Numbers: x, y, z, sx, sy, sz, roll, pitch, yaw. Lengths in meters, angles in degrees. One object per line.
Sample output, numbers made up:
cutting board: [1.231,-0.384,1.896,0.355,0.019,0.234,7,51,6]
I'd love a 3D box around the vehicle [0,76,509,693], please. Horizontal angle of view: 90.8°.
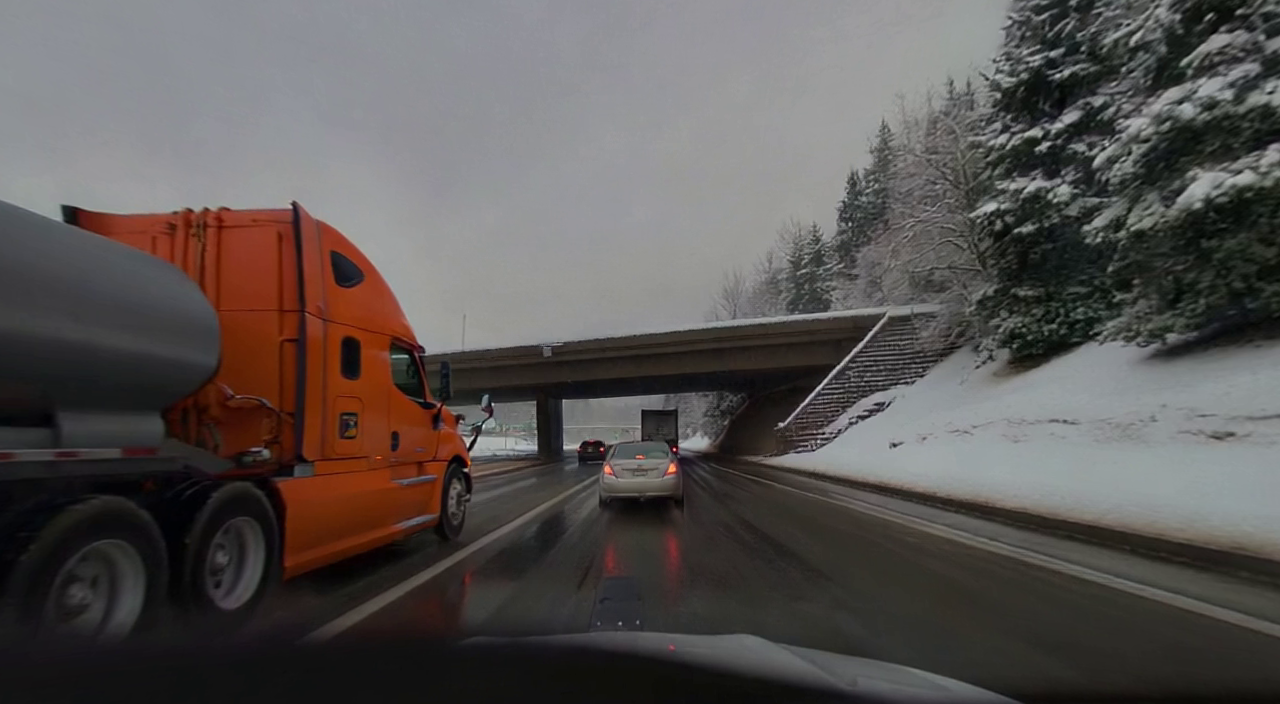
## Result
vehicle: [-4.093,0.687,7.752,3.019,3.584,8.205,-1,-9,1]

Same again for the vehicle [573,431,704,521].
vehicle: [-0.035,2.421,12.842,2.215,1.481,4.246,0,-9,0]
